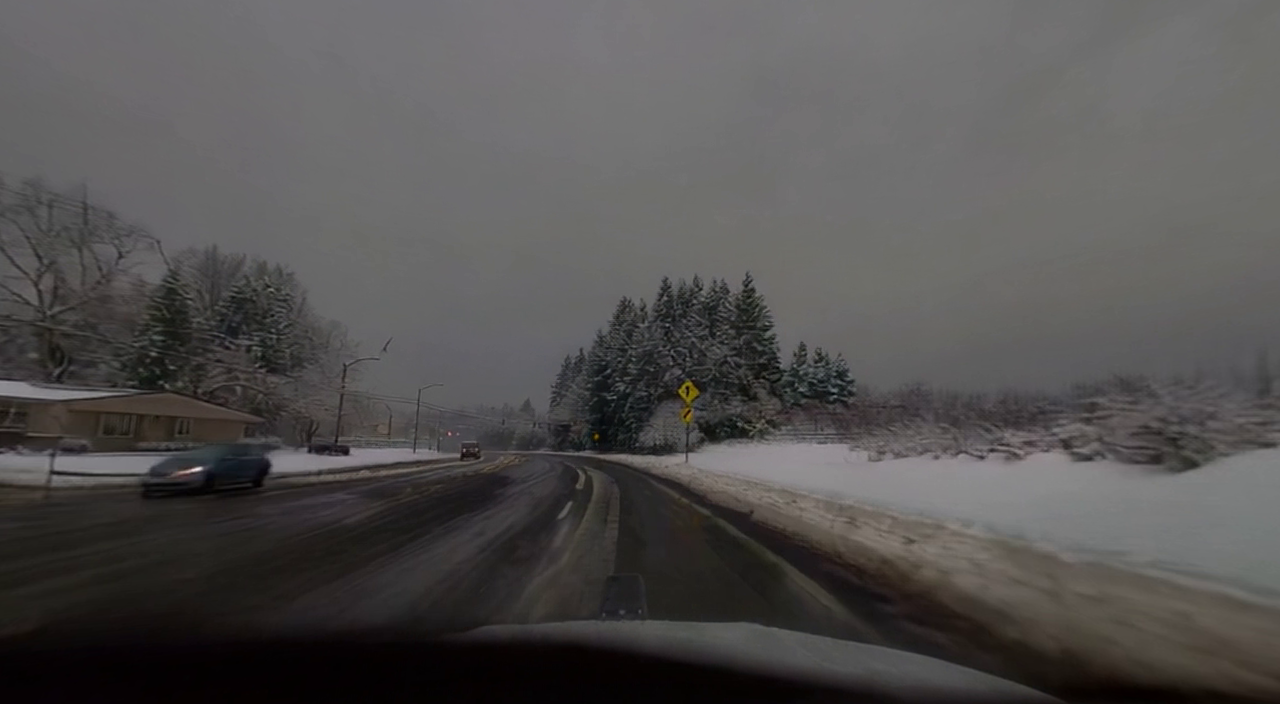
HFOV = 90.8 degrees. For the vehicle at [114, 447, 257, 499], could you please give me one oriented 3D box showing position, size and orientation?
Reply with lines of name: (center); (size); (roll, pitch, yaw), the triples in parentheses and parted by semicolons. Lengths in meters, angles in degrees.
vehicle: (-15.706, 4.155, 22.181); (1.993, 1.634, 4.268); (0, -9, -4)
